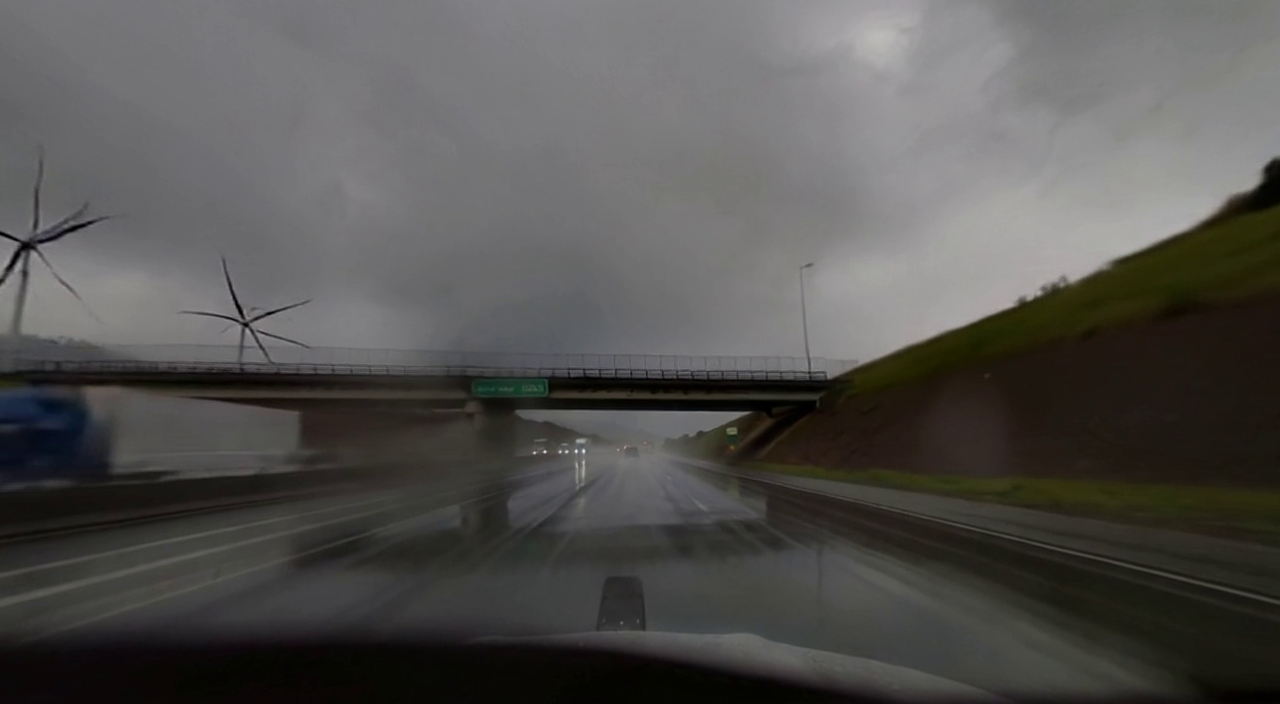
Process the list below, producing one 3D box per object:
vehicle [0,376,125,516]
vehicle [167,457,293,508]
[{"bbox_3d":[-19.369,2.800,18.644,2.977,3.872,6.035,0,-9,-1],"label":"vehicle"},{"bbox_3d":[-12.375,3.924,19.305,1.561,1.329,3.391,0,-9,-1],"label":"vehicle"}]
